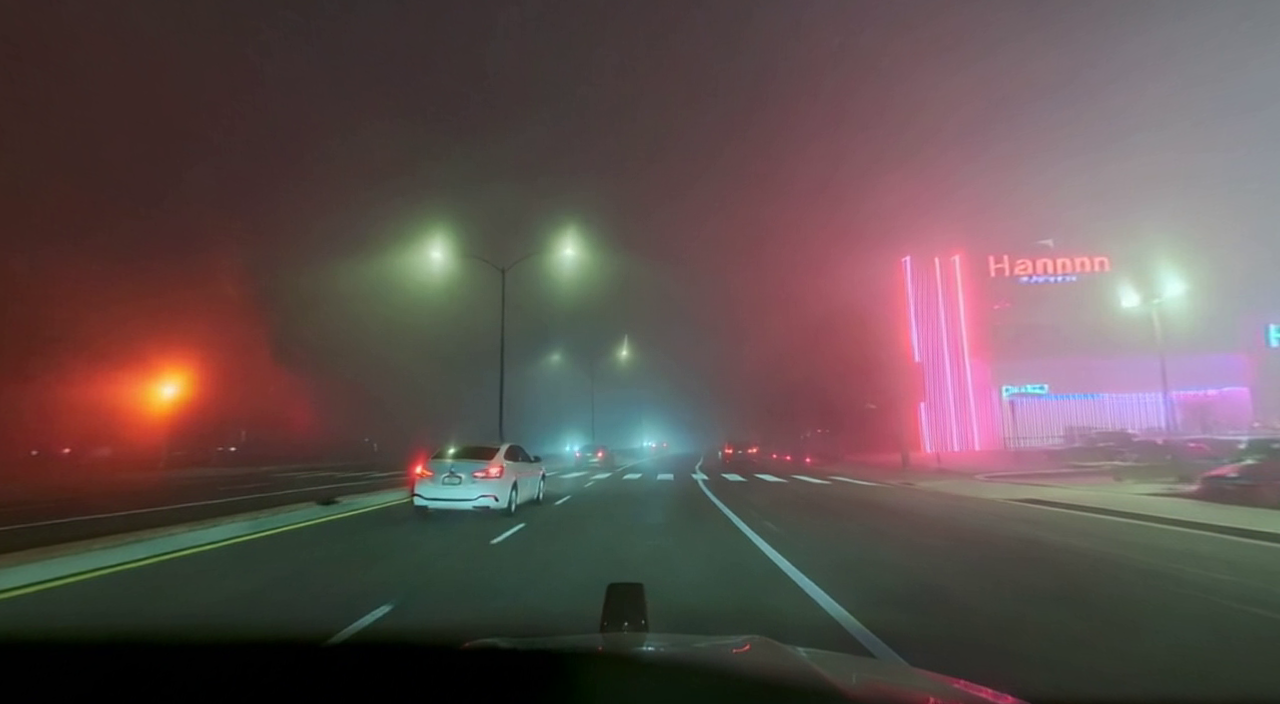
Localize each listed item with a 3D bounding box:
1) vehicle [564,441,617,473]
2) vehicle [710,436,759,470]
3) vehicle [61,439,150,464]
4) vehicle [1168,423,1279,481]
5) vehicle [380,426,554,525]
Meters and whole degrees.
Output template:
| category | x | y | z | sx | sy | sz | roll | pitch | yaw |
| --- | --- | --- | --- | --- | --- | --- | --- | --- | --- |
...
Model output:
| category | x | y | z | sx | sy | sz | roll | pitch | yaw |
| --- | --- | --- | --- | --- | --- | --- | --- | --- | --- |
| vehicle | -2.383 | 5.185 | 31.347 | 1.980 | 1.454 | 4.226 | -1 | -8 | 4 |
| vehicle | 5.050 | 5.437 | 34.188 | 2.103 | 1.699 | 4.171 | 0 | -8 | 2 |
| vehicle | -39.979 | 7.427 | 47.214 | 1.993 | 1.726 | 4.713 | -7 | -11 | 41 |
| vehicle | 17.977 | 2.751 | 17.530 | 4.583 | 1.491 | 2.192 | 0 | -8 | -1 |
| vehicle | -3.112 | 2.328 | 12.476 | 2.118 | 1.568 | 4.436 | 0 | -8 | 1 |
